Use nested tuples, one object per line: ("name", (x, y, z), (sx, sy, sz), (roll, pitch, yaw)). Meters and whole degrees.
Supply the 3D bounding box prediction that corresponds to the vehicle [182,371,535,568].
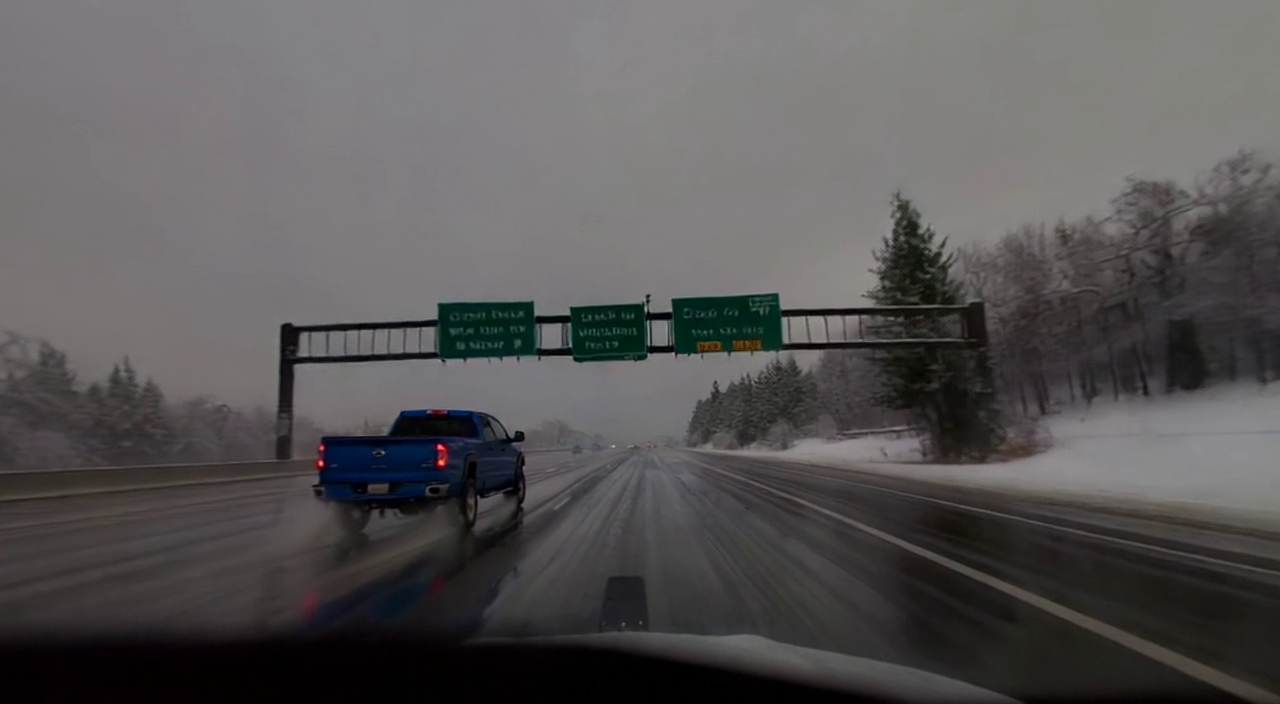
("vehicle", (-3.501, 1.683, 9.807), (2.601, 2.084, 6.068), (0, -8, 1))
